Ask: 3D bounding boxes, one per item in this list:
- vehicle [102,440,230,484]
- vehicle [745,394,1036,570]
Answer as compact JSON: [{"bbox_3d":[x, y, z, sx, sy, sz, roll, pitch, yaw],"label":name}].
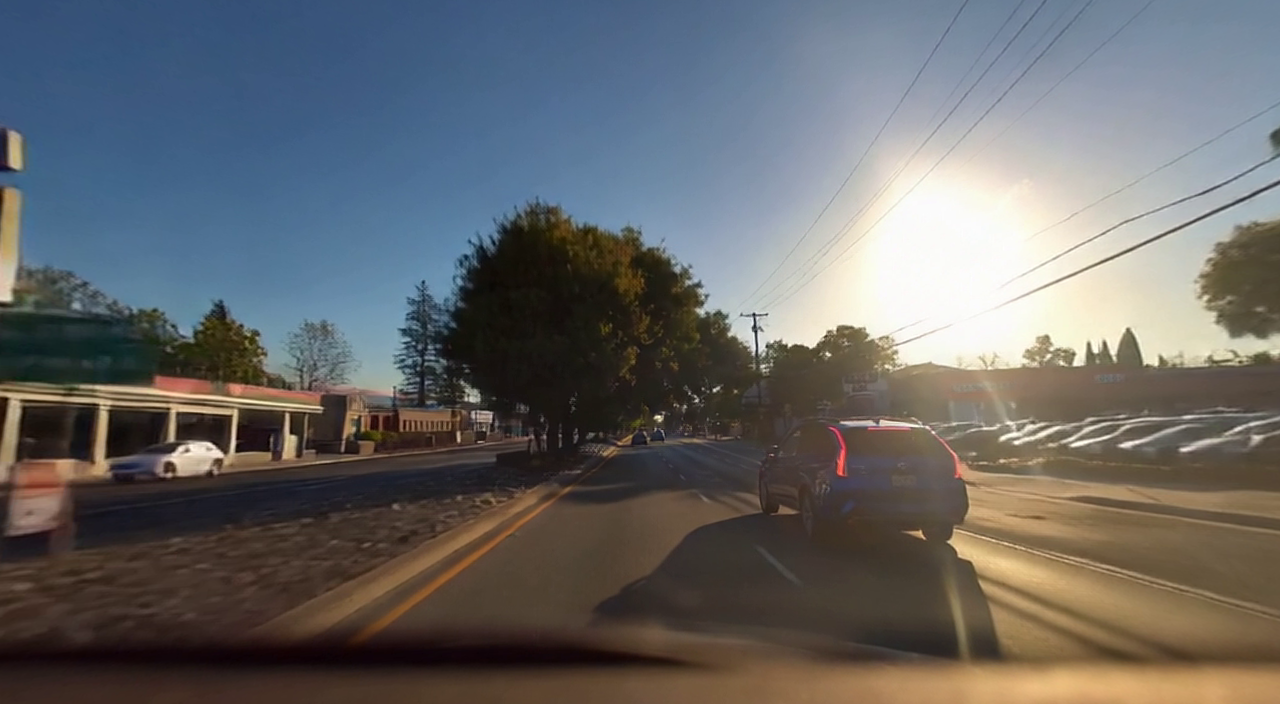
[{"bbox_3d":[-19.378,4.487,26.142,1.988,1.634,4.301,0,-9,-1],"label":"vehicle"},{"bbox_3d":[2.951,1.674,8.832,2.130,1.790,4.615,0,-9,-1],"label":"vehicle"}]
